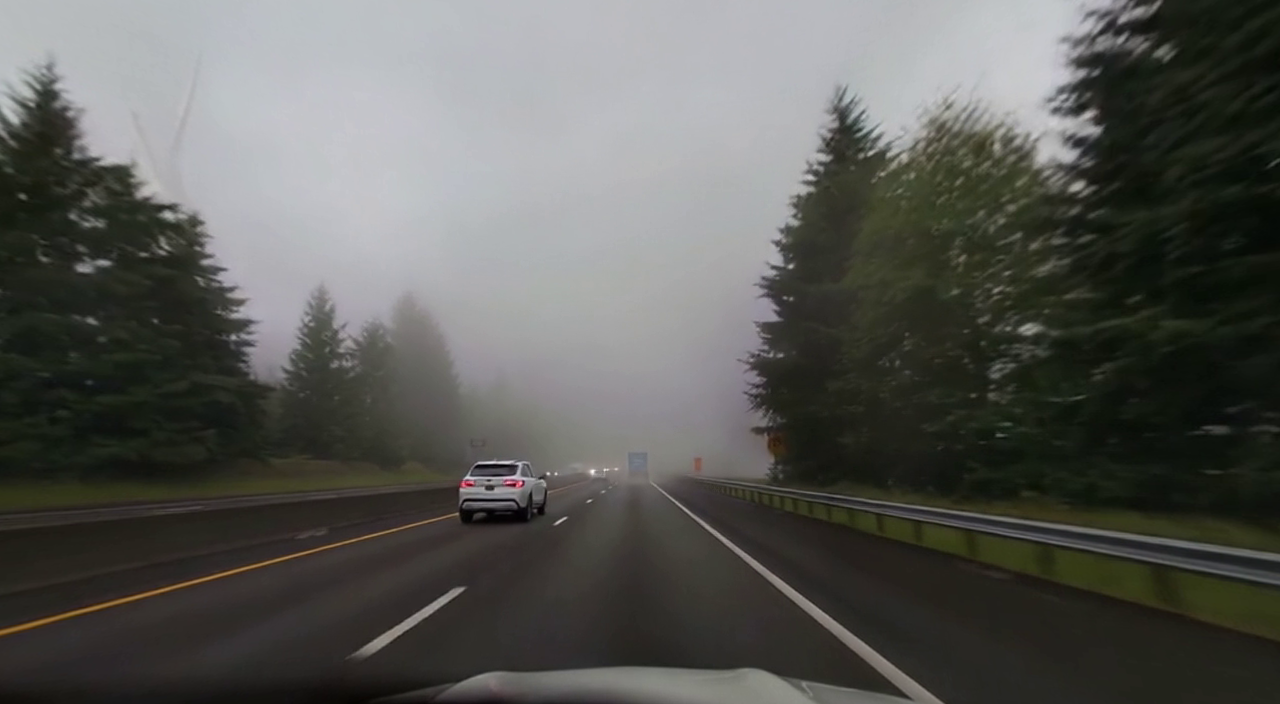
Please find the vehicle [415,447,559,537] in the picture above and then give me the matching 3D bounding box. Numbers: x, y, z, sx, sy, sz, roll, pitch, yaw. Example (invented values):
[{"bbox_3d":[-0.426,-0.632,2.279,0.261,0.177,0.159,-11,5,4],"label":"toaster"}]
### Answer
[{"bbox_3d":[-3.266,3.144,14.517,2.124,1.705,4.440,1,-11,1],"label":"vehicle"}]
